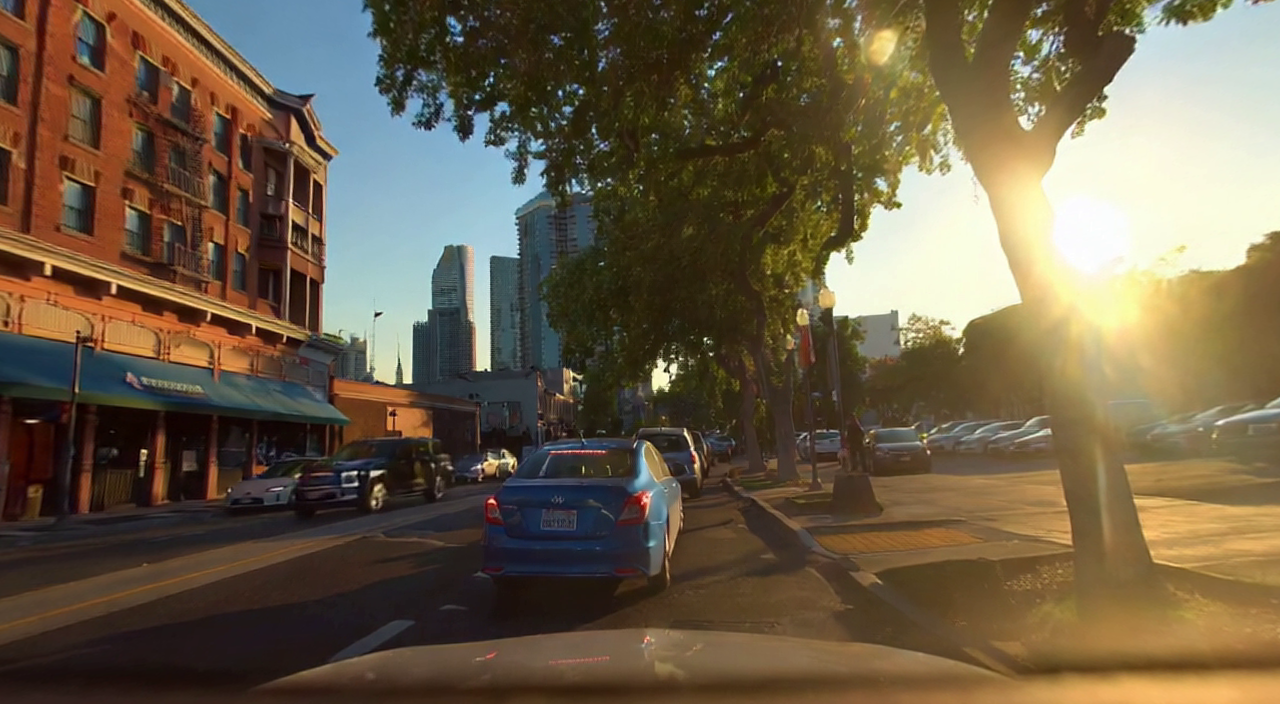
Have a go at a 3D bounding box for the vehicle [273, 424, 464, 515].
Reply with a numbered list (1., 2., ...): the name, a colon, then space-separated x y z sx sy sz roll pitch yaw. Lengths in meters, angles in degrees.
1. vehicle: -6.289 2.784 15.396 2.071 1.811 4.711 -3 -9 8

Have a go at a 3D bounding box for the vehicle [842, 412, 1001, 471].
1. vehicle: 9.016 2.835 20.219 4.558 1.528 1.915 0 -8 -23

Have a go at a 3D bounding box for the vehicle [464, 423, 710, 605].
1. vehicle: -0.265 1.639 7.316 1.939 1.478 3.922 -2 -8 9
